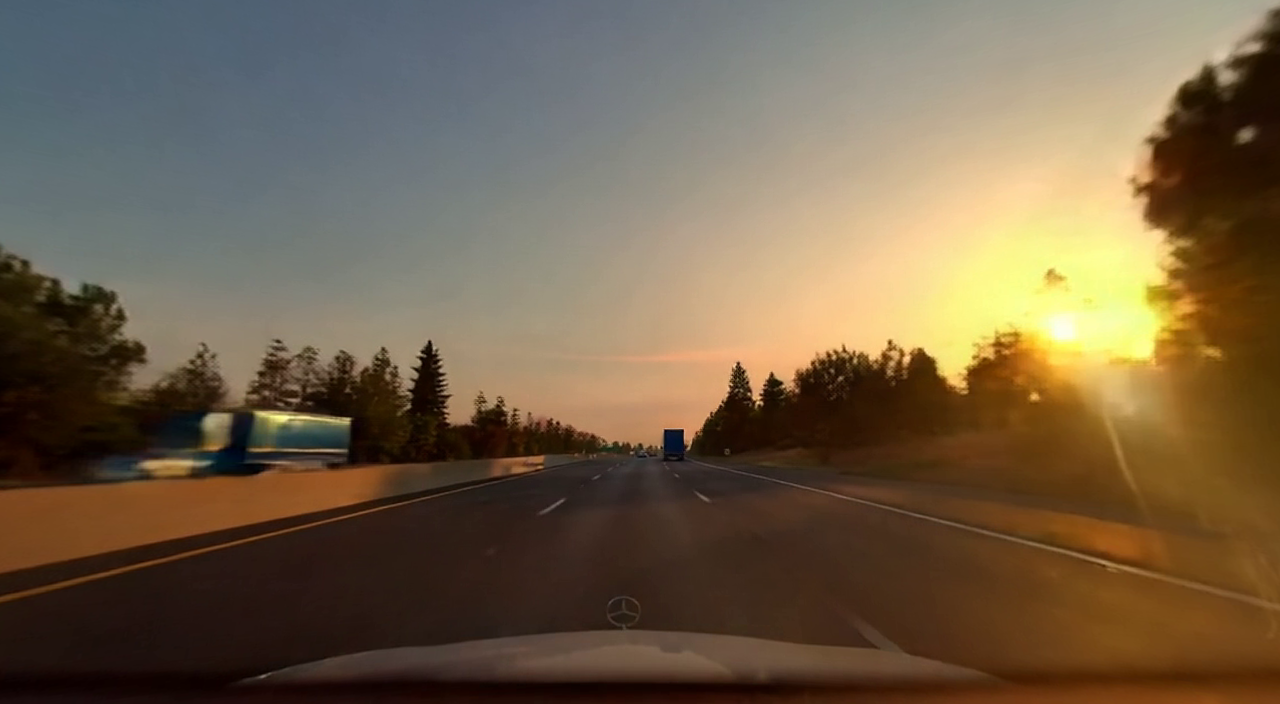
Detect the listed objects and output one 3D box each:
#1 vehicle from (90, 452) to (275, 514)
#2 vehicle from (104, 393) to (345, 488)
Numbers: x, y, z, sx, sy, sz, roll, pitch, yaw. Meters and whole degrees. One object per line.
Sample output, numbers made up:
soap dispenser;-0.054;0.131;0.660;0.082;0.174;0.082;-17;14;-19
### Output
vehicle;-12.230;3.487;17.293;1.849;1.447;4.304;0;-9;0
vehicle;-19.633;4.517;31.735;2.995;3.744;13.270;0;-9;1
